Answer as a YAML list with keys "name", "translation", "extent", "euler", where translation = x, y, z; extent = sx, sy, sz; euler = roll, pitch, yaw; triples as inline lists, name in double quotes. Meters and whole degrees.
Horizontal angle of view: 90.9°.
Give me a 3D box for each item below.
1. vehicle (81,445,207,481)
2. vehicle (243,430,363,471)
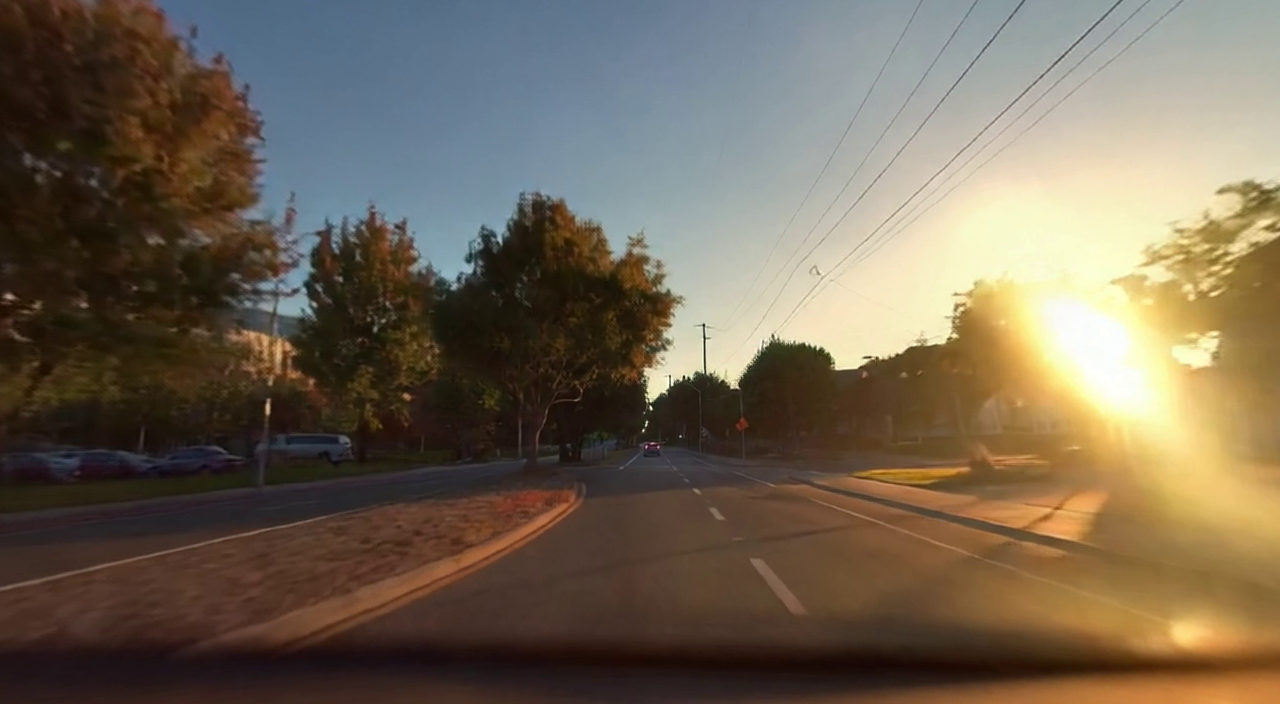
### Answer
- name: "vehicle"
  translation: [-22.782, 5.071, 29.073]
  extent: [4.140, 1.556, 1.995]
  euler: [0, -8, 2]
- name: "vehicle"
  translation: [-22.668, 6.648, 42.689]
  extent: [6.364, 2.595, 2.828]
  euler: [1, -9, -2]
